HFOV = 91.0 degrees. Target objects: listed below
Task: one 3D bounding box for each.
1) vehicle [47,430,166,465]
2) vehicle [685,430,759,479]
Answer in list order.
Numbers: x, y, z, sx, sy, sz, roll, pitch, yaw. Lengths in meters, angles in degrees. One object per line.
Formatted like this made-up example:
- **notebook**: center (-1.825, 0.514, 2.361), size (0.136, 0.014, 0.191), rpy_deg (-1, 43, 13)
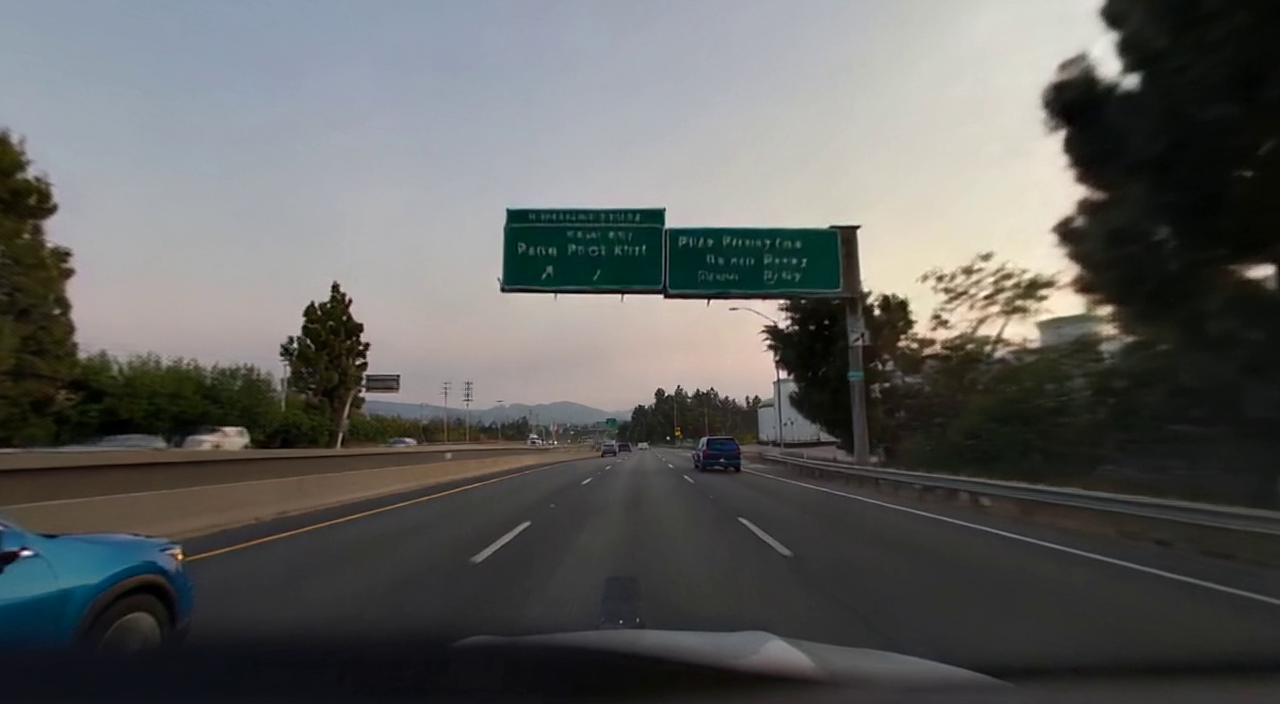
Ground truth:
- **vehicle**: center (-24.911, 4.493, 29.594), size (1.784, 1.498, 3.962), rpy_deg (-1, -9, 7)
- **vehicle**: center (3.178, 4.143, 25.681), size (2.296, 1.790, 5.067), rpy_deg (0, -8, -1)
